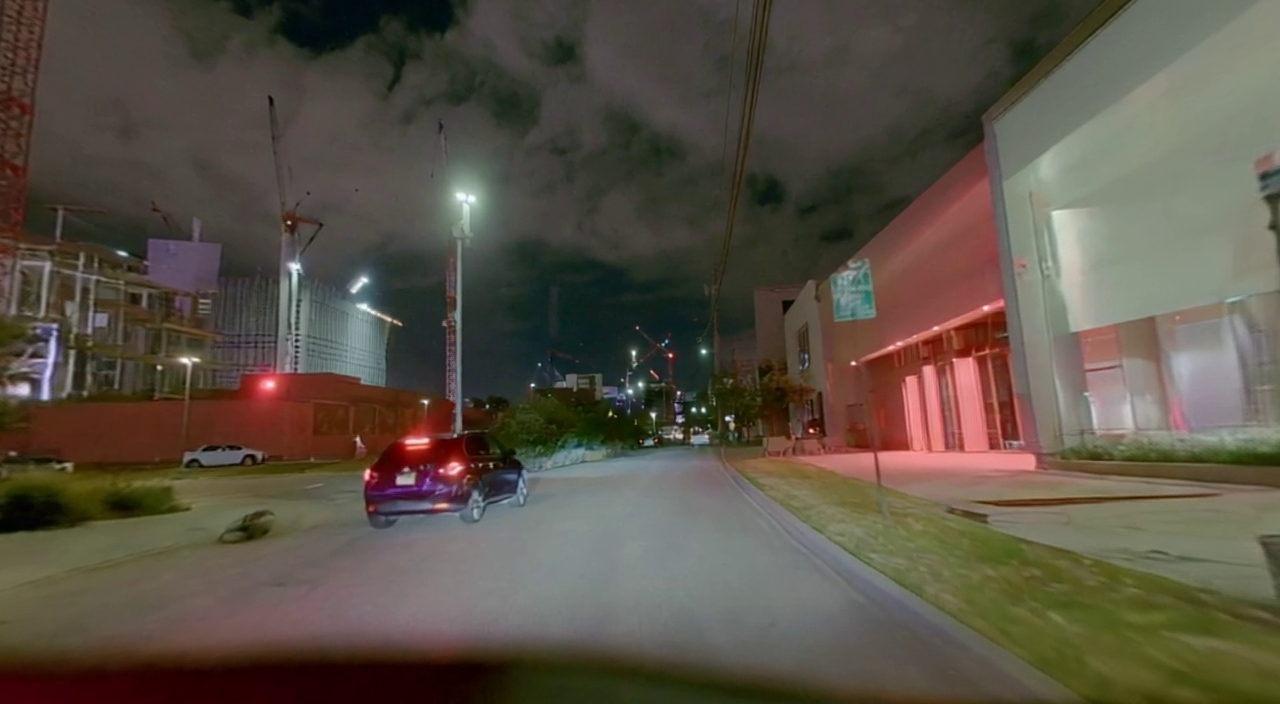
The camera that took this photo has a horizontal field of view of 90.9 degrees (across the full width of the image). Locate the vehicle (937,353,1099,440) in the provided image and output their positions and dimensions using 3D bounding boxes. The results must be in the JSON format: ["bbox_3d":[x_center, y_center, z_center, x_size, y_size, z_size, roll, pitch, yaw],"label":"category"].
[{"bbox_3d":[19.103,2.596,32.913,3.031,3.863,9.734,-1,-7,5],"label":"vehicle"}]

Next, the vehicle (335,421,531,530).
[{"bbox_3d":[-3.575,2.174,11.846,1.967,1.646,4.192,-1,-7,5],"label":"vehicle"}]
